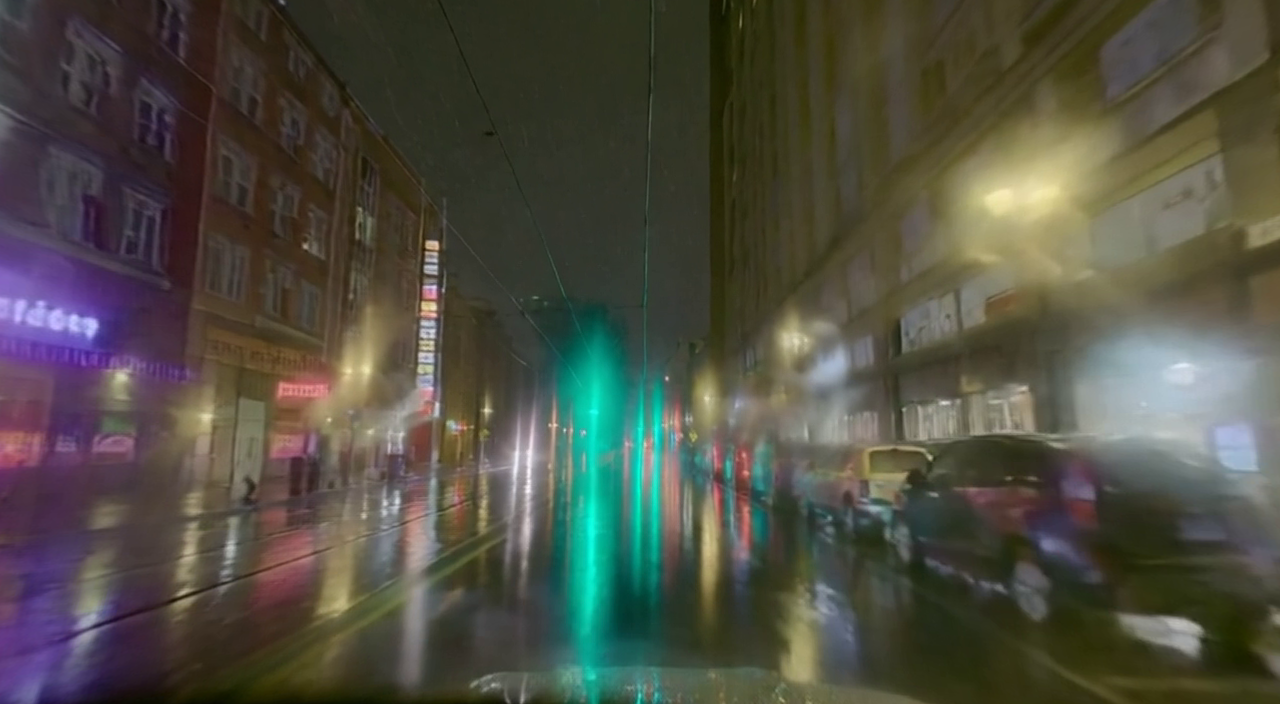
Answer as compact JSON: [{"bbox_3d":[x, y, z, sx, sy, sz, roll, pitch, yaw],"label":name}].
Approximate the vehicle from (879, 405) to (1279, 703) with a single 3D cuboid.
[{"bbox_3d":[3.527,1.310,5.036,1.819,1.546,3.681,0,-8,1],"label":"vehicle"}]
